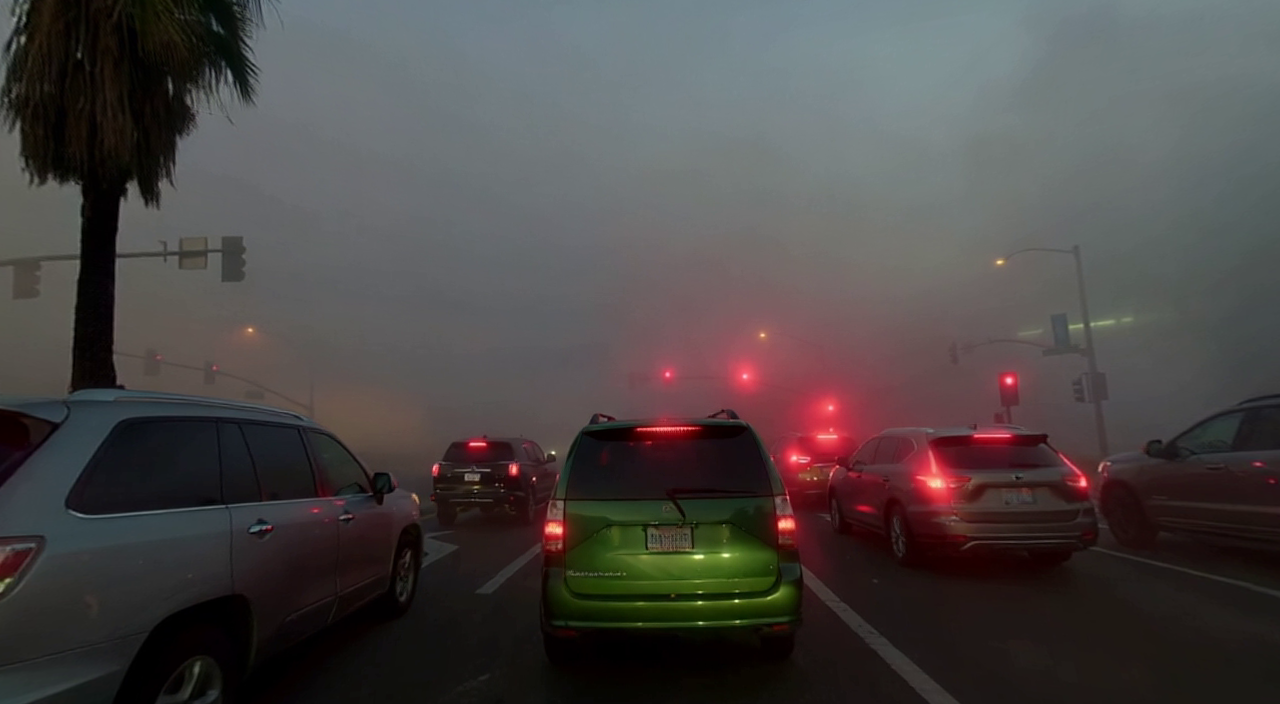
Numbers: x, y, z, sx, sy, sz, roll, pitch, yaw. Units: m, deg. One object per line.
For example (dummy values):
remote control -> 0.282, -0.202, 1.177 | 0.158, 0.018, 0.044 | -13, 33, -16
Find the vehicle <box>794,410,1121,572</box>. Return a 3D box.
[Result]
vehicle -> 4.005, 1.856, 9.285 | 2.072, 1.704, 5.170 | 0, -8, -1

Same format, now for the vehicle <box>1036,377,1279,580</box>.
vehicle -> 7.331, 1.335, 6.829 | 2.337, 1.925, 5.728 | 0, -8, 1

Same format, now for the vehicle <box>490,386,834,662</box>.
vehicle -> 0.166, 1.371, 6.041 | 2.123, 1.704, 4.128 | 0, -8, 1

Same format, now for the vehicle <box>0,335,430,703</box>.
vehicle -> -3.157, 1.082, 3.895 | 2.171, 1.702, 4.416 | 0, -8, 0
